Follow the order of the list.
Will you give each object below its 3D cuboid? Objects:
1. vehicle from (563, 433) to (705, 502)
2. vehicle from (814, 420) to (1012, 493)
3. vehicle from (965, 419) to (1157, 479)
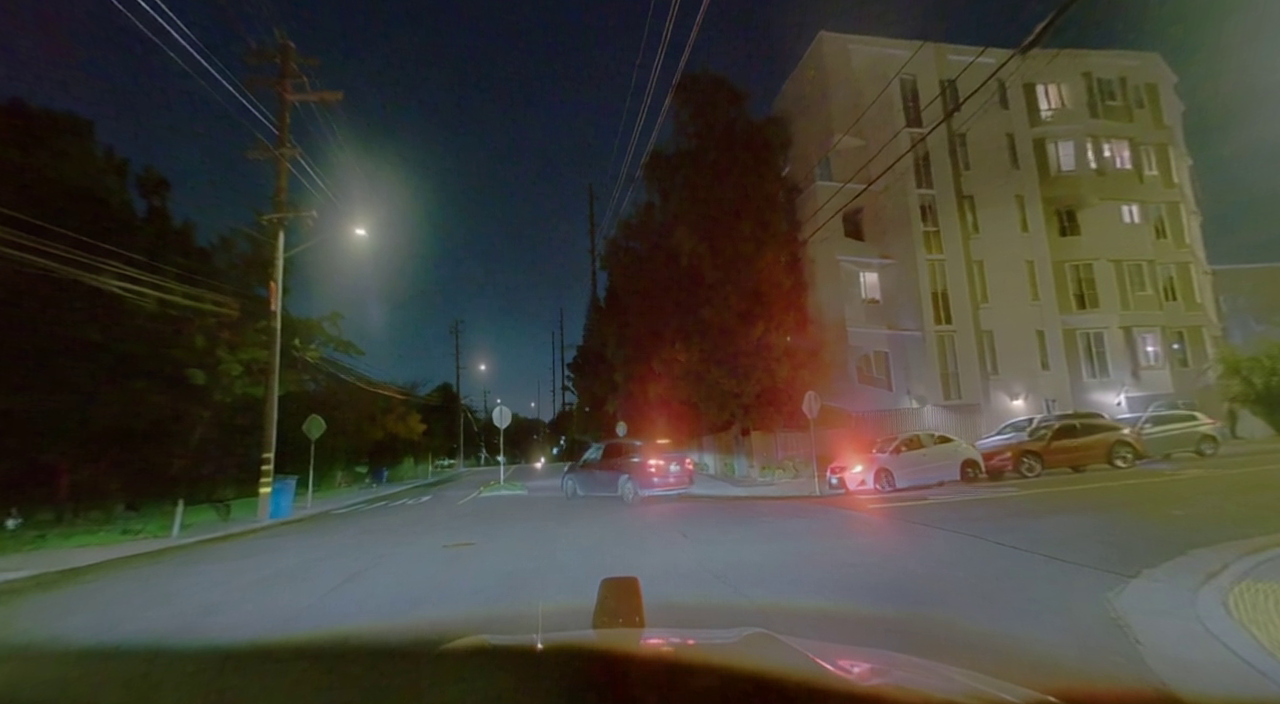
[{"bbox_3d":[-0.340,3.586,20.076,2.155,1.872,4.790,6,-11,-35],"label":"vehicle"},{"bbox_3d":[7.893,3.061,18.475,4.877,1.755,1.918,-1,-11,-11],"label":"vehicle"},{"bbox_3d":[12.962,3.017,19.563,4.830,1.490,1.878,-1,-11,-11],"label":"vehicle"}]
